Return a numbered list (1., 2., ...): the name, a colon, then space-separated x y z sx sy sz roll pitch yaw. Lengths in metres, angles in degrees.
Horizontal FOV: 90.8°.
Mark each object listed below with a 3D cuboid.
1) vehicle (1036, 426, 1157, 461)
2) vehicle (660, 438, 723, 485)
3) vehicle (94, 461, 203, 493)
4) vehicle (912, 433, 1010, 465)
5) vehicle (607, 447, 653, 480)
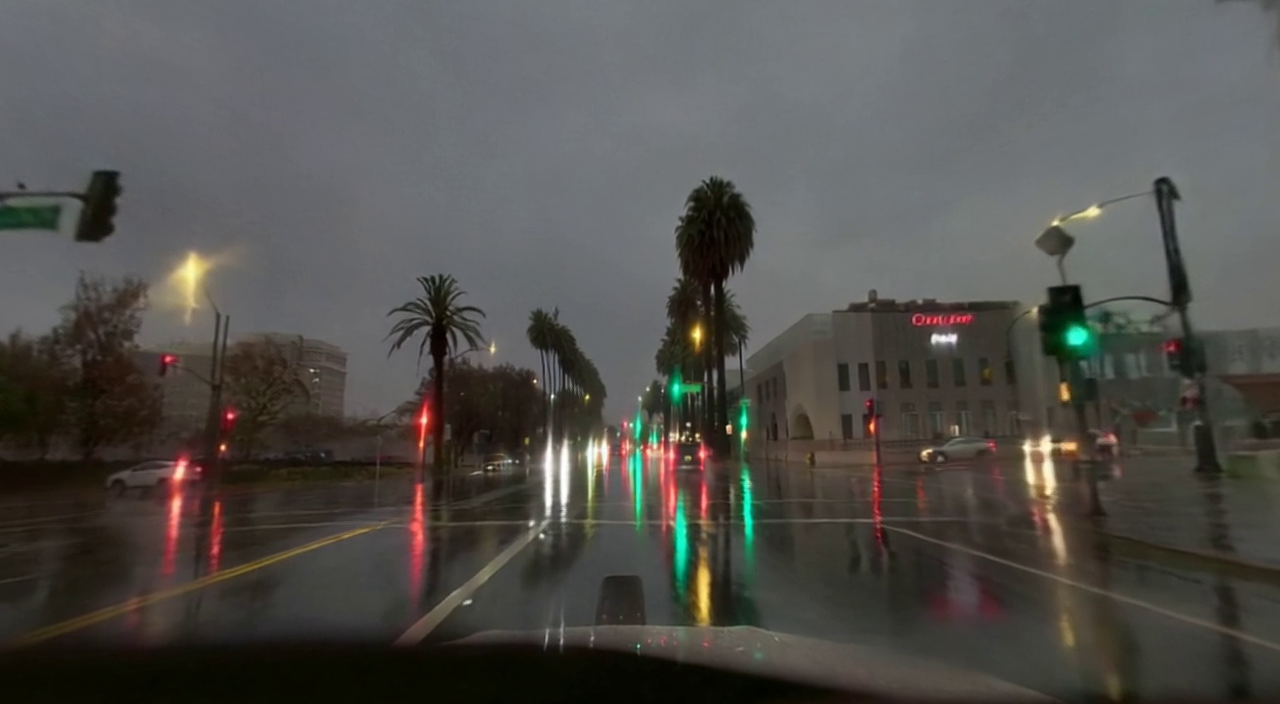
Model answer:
1. vehicle: 25.466 5.124 35.378 5.130 1.875 2.118 0 -9 -1
2. vehicle: 1.983 4.384 25.668 2.003 1.702 4.288 0 -8 -3
3. vehicle: -28.801 7.316 37.158 4.570 1.741 2.107 0 -8 -2
4. vehicle: 17.603 5.338 34.784 4.277 1.665 2.006 0 -9 -2
5. vehicle: -0.537 5.384 30.848 2.088 1.452 3.993 0 -8 -2
